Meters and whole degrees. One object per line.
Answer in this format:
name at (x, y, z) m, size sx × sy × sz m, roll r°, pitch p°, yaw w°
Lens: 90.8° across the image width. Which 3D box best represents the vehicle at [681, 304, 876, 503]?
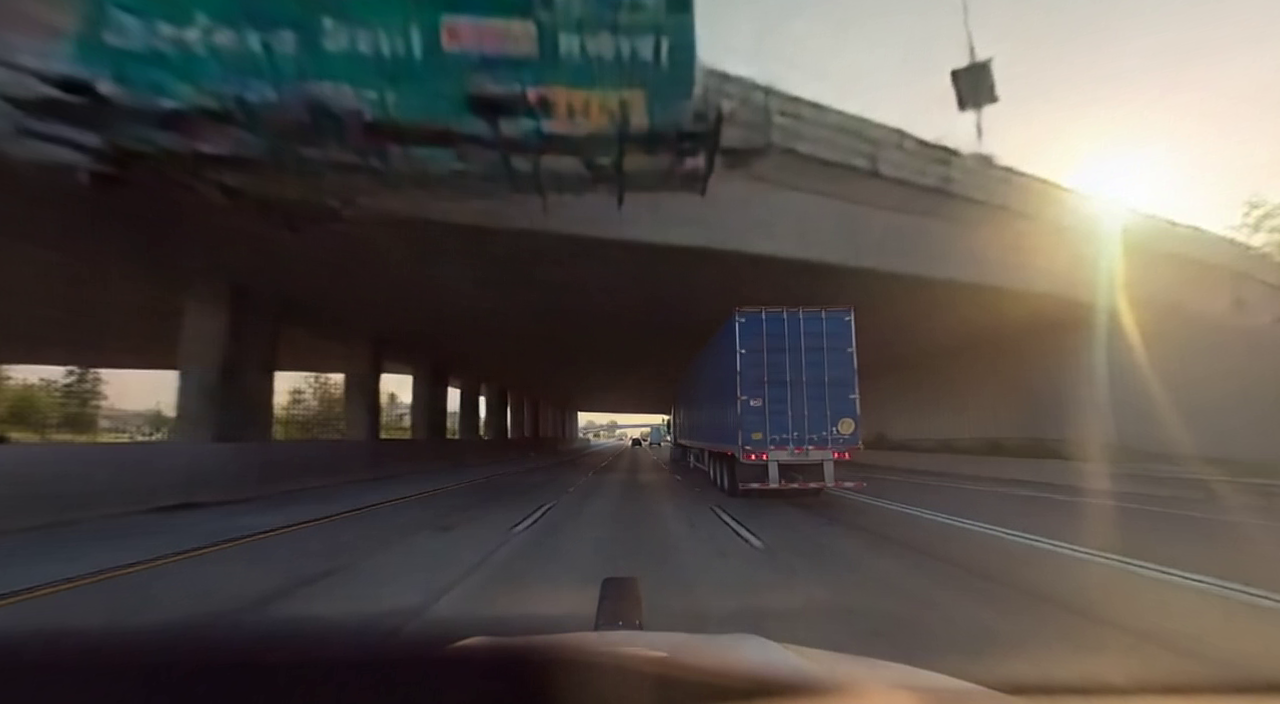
vehicle at (3.367, 2.282, 21.334) m, size 2.743 × 4.160 × 16.408 m, roll 0°, pitch -9°, yaw -1°
